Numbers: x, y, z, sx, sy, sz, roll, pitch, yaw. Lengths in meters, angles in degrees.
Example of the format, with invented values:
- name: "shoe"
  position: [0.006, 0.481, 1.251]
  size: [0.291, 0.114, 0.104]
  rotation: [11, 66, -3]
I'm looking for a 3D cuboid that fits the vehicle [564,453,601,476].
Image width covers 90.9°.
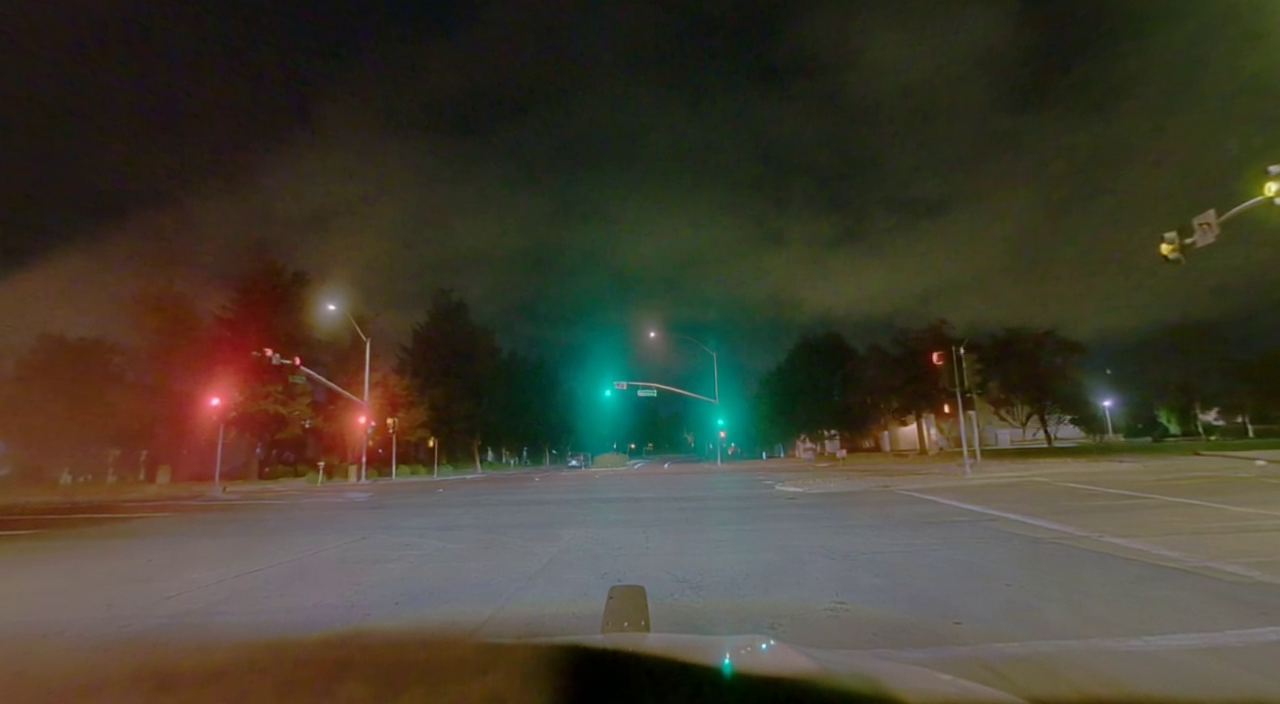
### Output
- name: "vehicle"
  position: [-4.485, 8.844, 49.820]
  size: [2.030, 1.704, 4.205]
  rotation: [-1, -8, 7]
